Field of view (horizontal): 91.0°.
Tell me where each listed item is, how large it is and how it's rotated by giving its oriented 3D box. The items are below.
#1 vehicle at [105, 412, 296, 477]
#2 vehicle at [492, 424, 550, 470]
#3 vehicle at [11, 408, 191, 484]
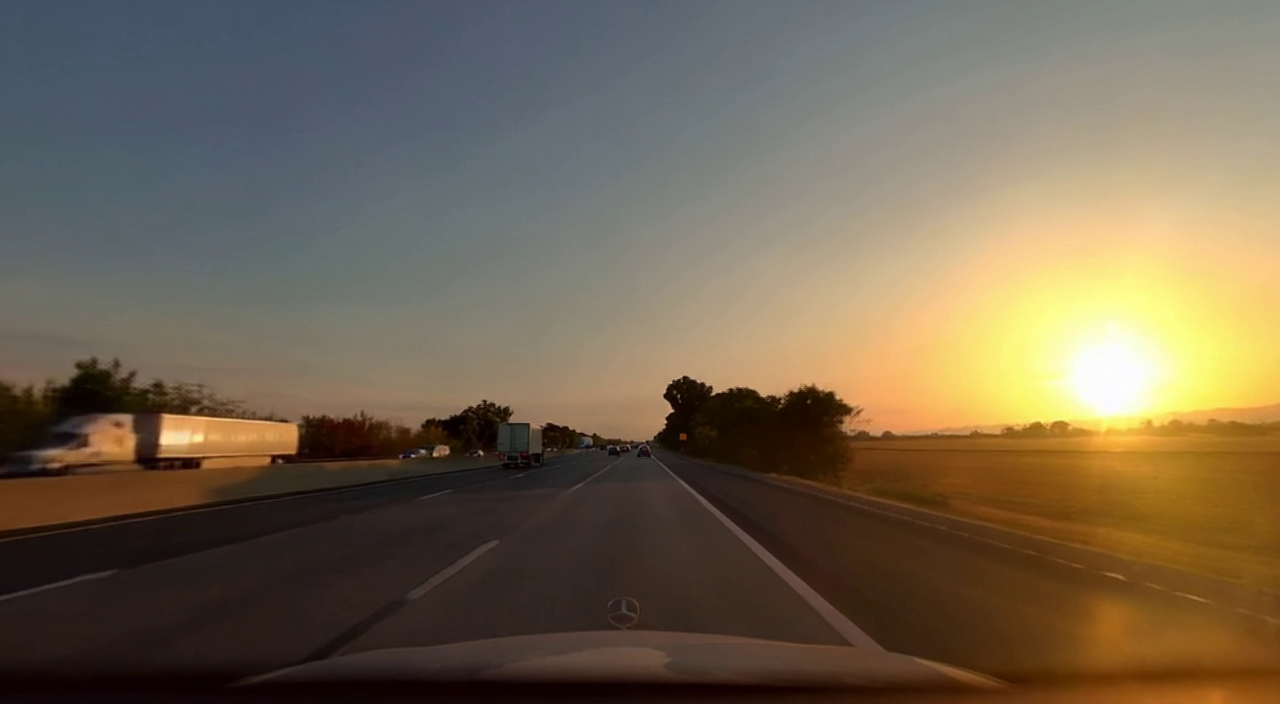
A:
[{"bbox_3d":[-33.065,7.303,49.211,2.929,4.174,16.725,0,-9,0],"label":"vehicle"},{"bbox_3d":[-7.437,6.057,40.171,2.444,2.685,5.893,0,-9,1],"label":"vehicle"},{"bbox_3d":[-32.968,5.890,39.277,2.981,4.148,8.975,0,-9,1],"label":"vehicle"}]
